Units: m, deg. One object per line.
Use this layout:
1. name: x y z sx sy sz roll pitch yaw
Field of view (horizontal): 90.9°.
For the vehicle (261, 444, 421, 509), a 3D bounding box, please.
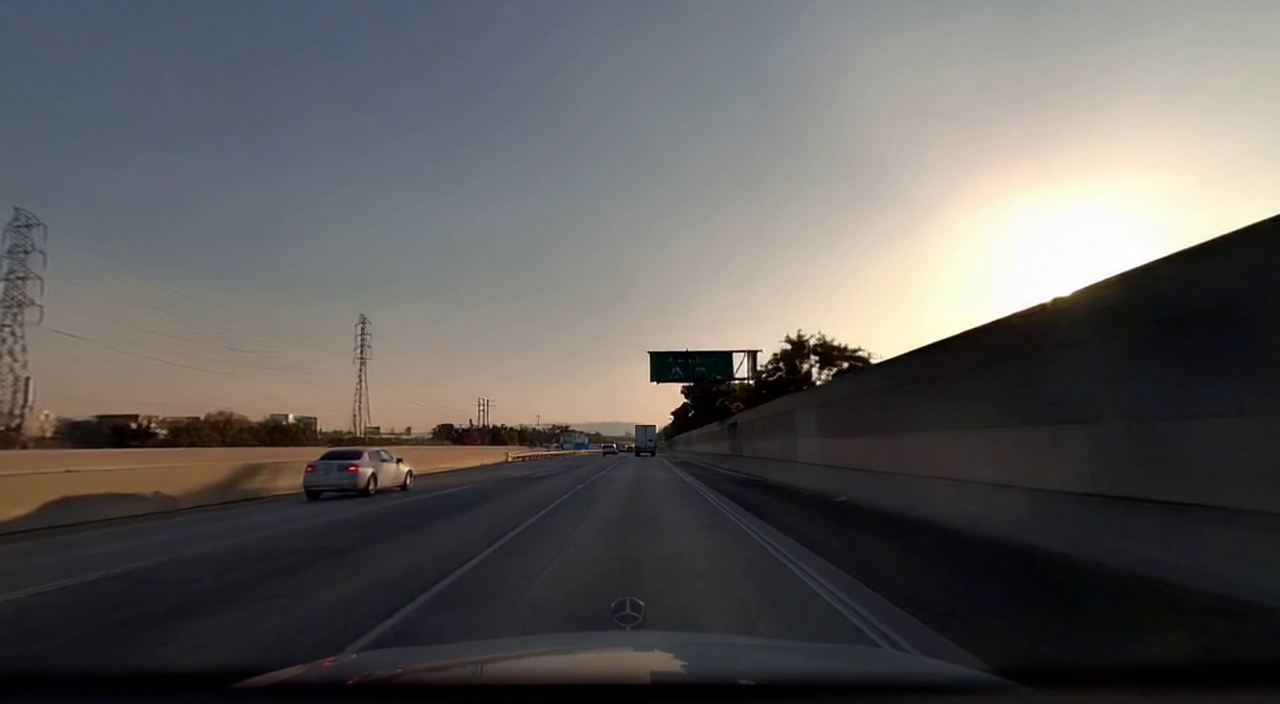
1. vehicle: -7.659 3.182 16.758 1.979 1.470 4.485 0 -8 1
